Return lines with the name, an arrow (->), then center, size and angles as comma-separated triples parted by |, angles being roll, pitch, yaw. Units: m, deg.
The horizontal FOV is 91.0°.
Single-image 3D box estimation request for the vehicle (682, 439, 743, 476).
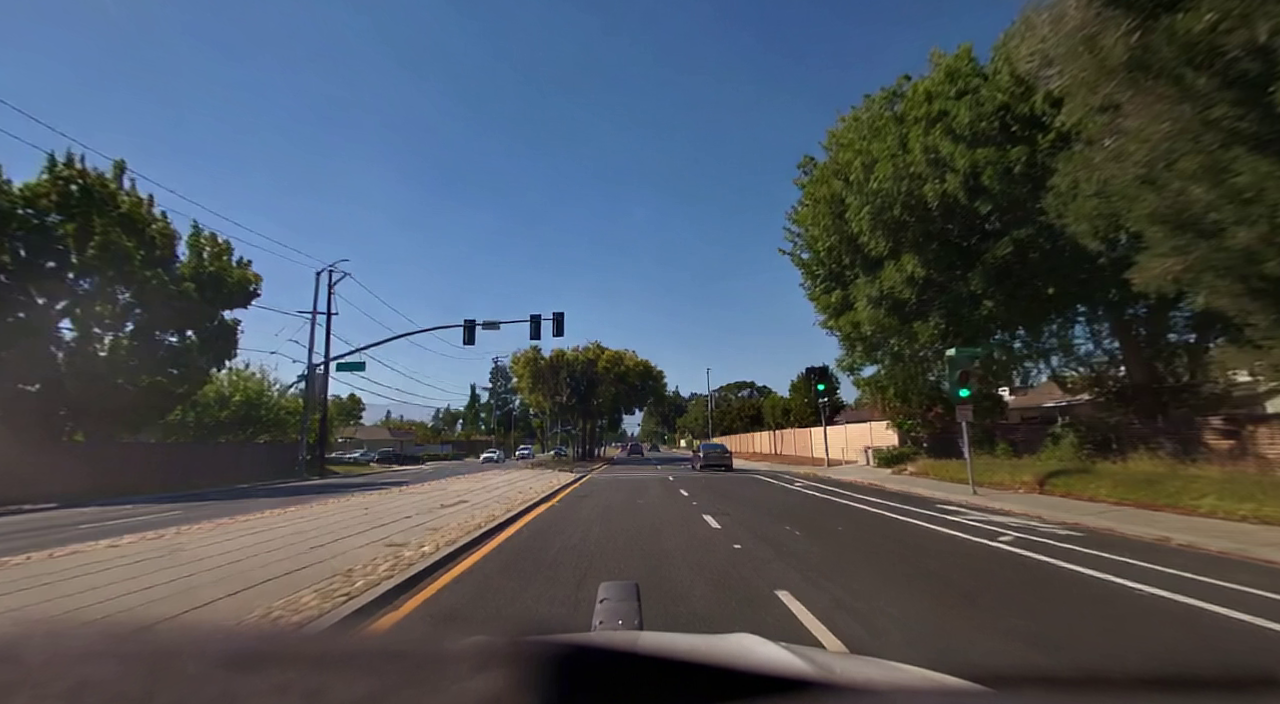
vehicle -> 3.098, 4.626, 27.761 | 2.105, 1.490, 4.008 | 0, -9, -2
